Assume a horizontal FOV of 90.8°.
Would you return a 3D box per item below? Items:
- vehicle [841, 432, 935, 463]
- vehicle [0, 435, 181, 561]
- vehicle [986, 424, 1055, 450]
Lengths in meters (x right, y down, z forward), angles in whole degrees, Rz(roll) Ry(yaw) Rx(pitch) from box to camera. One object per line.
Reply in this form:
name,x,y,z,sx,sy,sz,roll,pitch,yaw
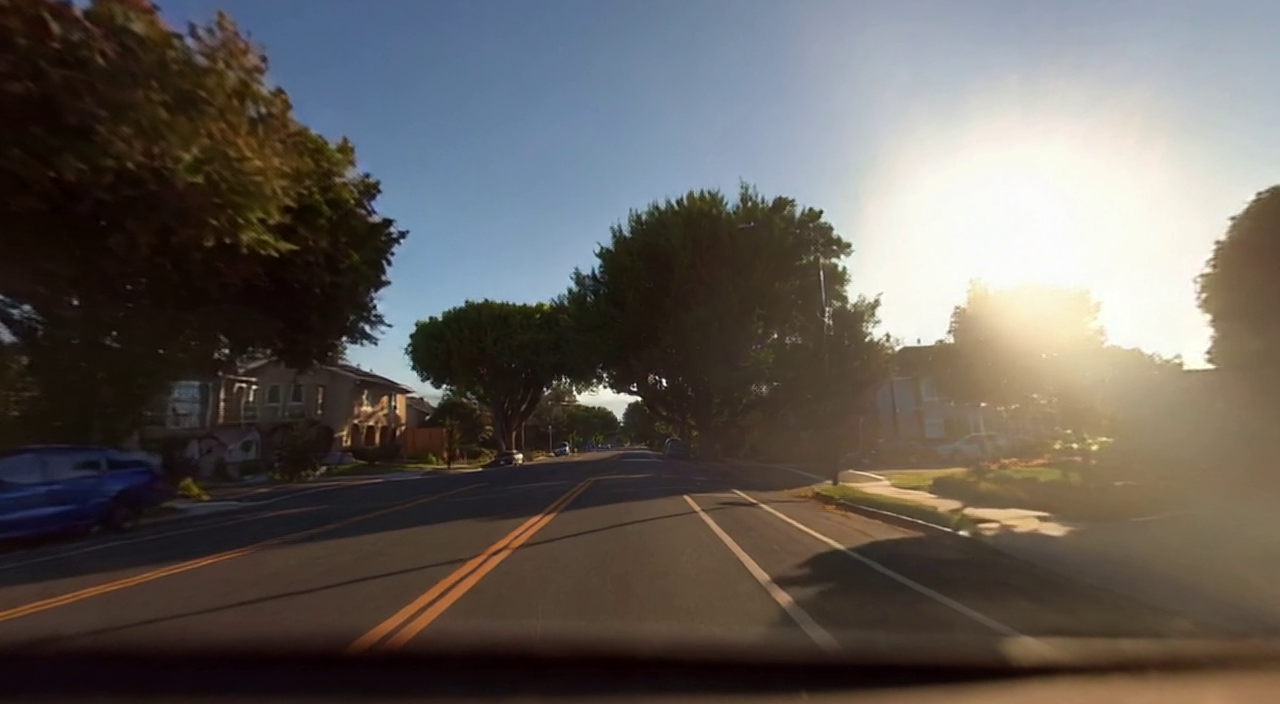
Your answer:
vehicle,14.312,5.538,36.650,4.635,1.706,1.954,0,-8,2
vehicle,-11.118,2.491,10.872,2.241,1.944,5.709,-4,-8,0
vehicle,26.956,6.096,44.958,2.000,1.773,4.469,-1,-9,-1
